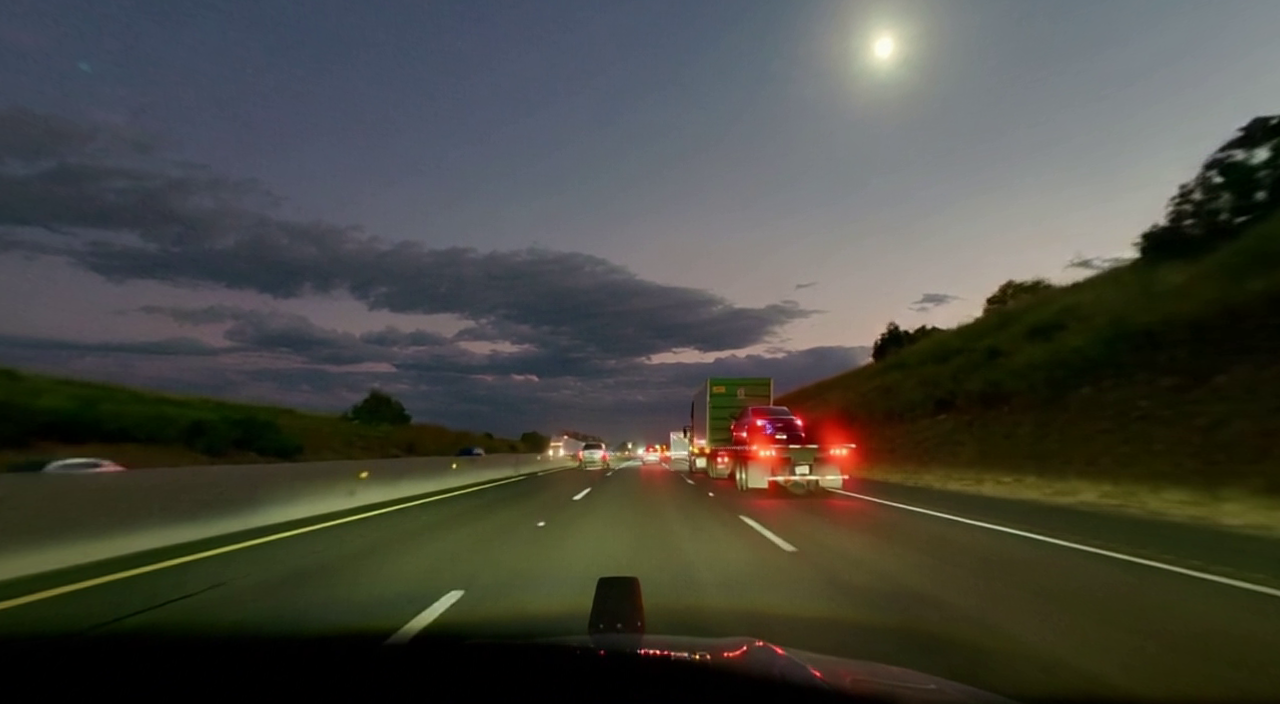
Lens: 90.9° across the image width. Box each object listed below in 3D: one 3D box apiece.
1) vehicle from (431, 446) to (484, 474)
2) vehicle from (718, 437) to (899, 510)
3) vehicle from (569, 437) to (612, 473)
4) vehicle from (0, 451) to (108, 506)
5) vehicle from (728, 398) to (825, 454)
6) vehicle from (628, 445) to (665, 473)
[{"bbox_3d":[-10.784,6.422,37.561,1.891,1.528,4.142,0,-9,1],"label":"vehicle"},{"bbox_3d":[4.246,3.383,18.477,2.654,1.574,9.537,0,-9,0],"label":"vehicle"},{"bbox_3d":[-2.930,6.253,38.352,2.142,2.044,4.446,0,-9,2],"label":"vehicle"},{"bbox_3d":[-18.569,3.731,18.928,1.962,1.488,3.587,0,-9,0],"label":"vehicle"},{"bbox_3d":[4.099,2.395,19.743,1.968,1.547,4.215,0,-9,-2],"label":"vehicle"},{"bbox_3d":[0.383,6.241,36.892,2.086,1.497,3.681,0,-9,1],"label":"vehicle"}]
